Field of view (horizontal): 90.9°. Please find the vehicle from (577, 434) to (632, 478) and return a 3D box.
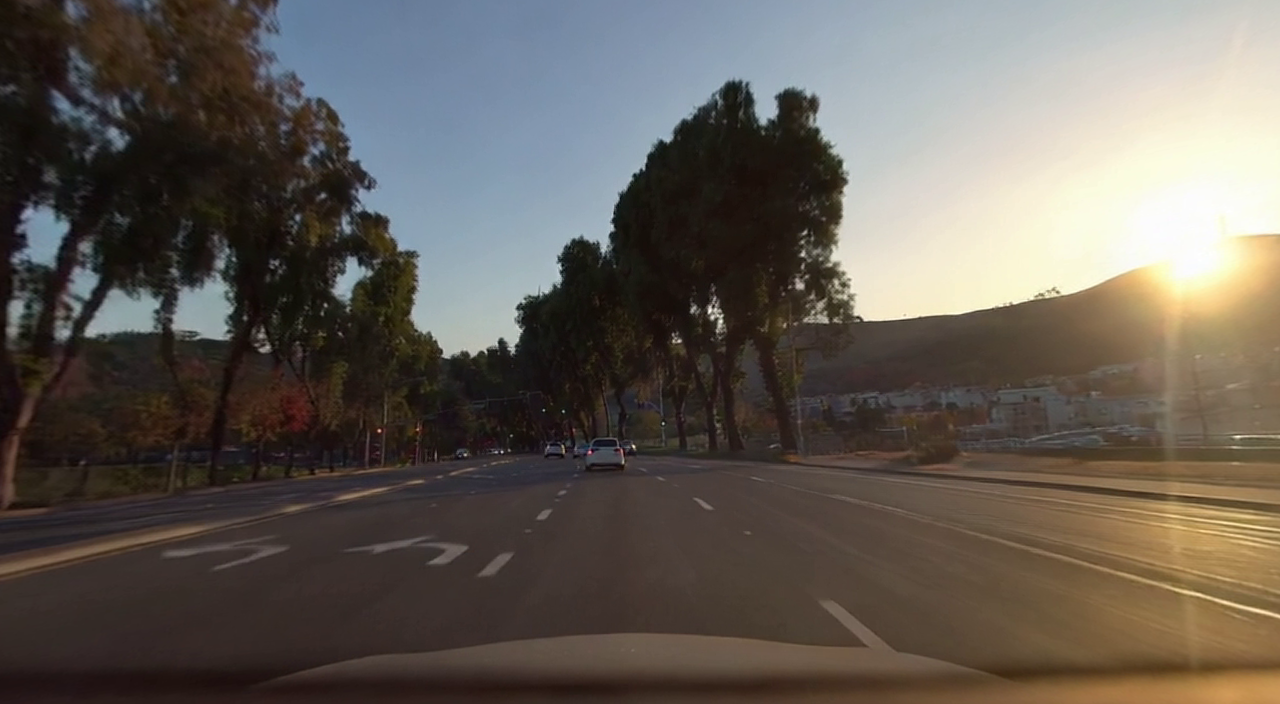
[{"bbox_3d":[-1.633,4.524,27.755,2.253,1.756,4.313,1,-8,-5],"label":"vehicle"}]
